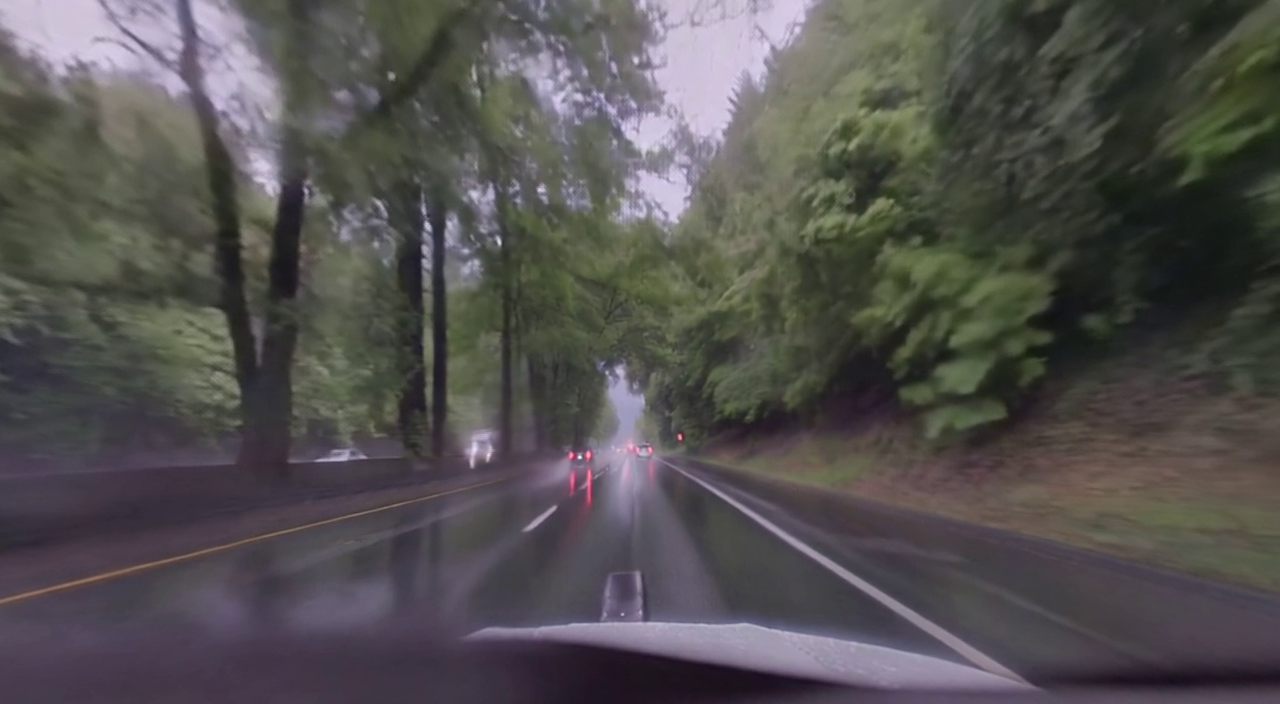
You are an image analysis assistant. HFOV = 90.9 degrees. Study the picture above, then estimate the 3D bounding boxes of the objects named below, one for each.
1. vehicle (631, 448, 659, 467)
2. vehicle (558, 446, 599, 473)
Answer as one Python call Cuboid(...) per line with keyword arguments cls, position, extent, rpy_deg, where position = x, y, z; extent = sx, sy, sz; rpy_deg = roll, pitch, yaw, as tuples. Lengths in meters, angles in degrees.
Cuboid(cls="vehicle", position=(0.330, 7.958, 47.653), extent=(1.989, 1.402, 3.831), rpy_deg=(0, -9, -1))
Cuboid(cls="vehicle", position=(-3.569, 6.331, 37.263), extent=(2.112, 1.498, 4.117), rpy_deg=(0, -9, -1))
